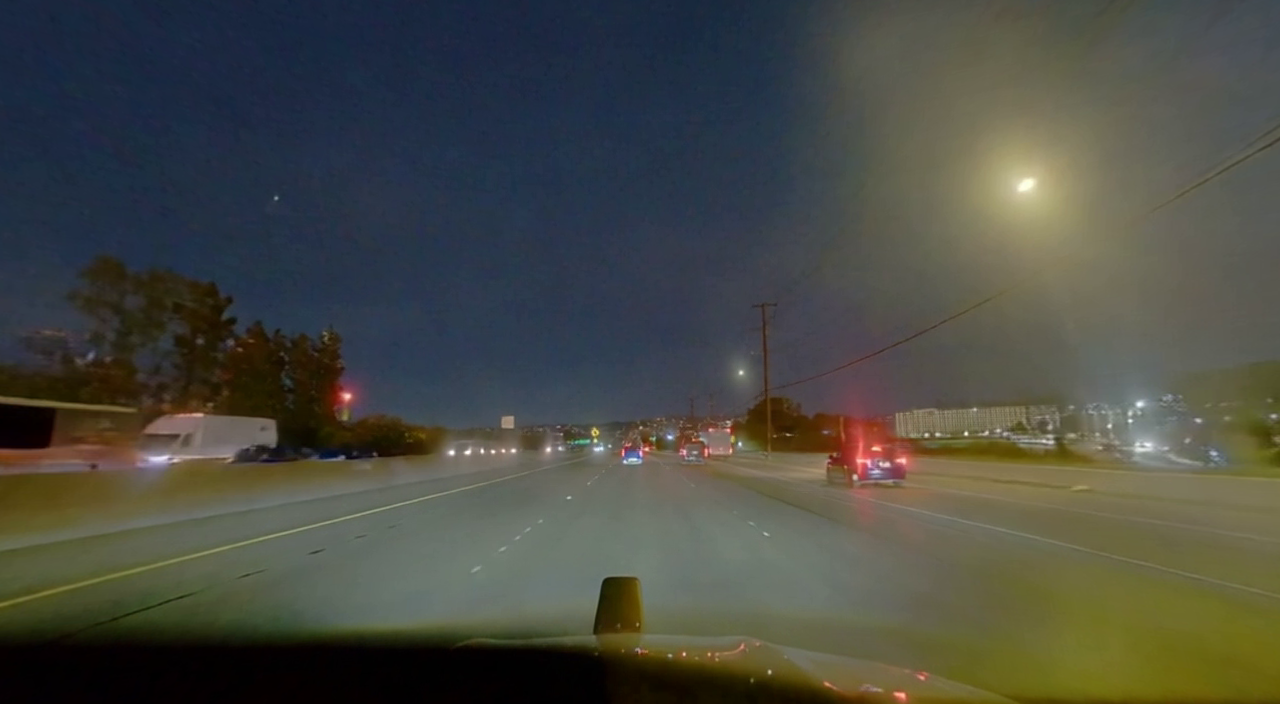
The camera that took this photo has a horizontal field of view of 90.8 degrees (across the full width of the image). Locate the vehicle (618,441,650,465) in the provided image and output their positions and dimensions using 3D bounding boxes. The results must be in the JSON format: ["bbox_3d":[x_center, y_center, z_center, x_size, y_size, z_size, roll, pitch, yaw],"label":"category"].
[{"bbox_3d":[-0.451,7.632,47.991,2.325,1.712,4.592,0,-9,0],"label":"vehicle"}]

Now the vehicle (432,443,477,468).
[{"bbox_3d":[-13.893,7.758,47.537,1.962,1.792,4.576,0,-9,0],"label":"vehicle"}]

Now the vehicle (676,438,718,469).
[{"bbox_3d":[3.437,6.218,38.916,2.036,1.796,4.470,0,-9,-2],"label":"vehicle"}]

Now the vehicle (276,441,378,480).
[{"bbox_3d":[-13.306,4.632,27.240,1.934,1.522,4.697,0,-9,1],"label":"vehicle"}]

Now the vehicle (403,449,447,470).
[{"bbox_3d":[-16.932,8.475,49.941,1.957,1.516,3.844,0,-9,2],"label":"vehicle"}]

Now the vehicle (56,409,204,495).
[{"bbox_3d":[-25.670,5.053,32.215,2.968,3.977,5.142,0,-9,0],"label":"vehicle"}]

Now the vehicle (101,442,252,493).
[{"bbox_3d":[-21.363,5.326,29.644,2.258,2.068,6.386,0,-9,0],"label":"vehicle"}]
